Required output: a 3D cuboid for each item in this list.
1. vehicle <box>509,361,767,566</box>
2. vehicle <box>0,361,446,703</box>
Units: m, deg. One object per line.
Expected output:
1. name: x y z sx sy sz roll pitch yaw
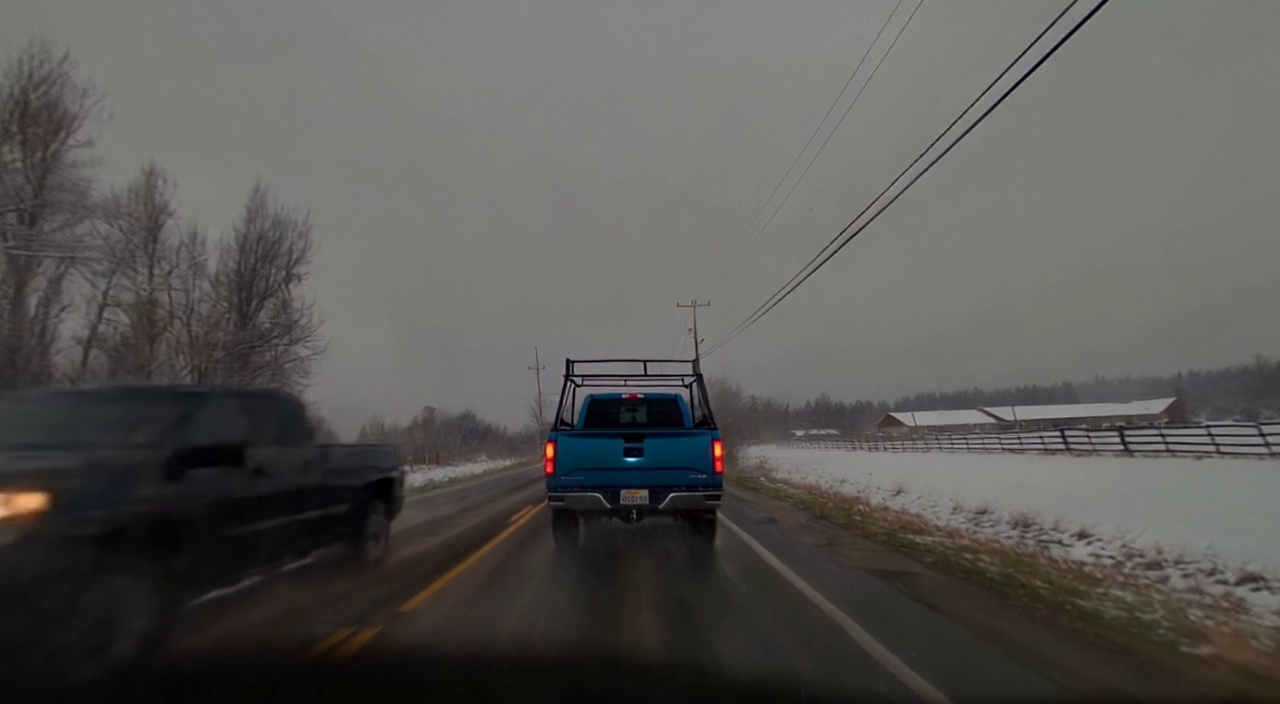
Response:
1. vehicle: -0.098 1.795 10.905 2.912 2.320 7.292 0 -8 -1
2. vehicle: -3.759 1.316 5.490 2.343 1.727 5.684 0 -8 0
